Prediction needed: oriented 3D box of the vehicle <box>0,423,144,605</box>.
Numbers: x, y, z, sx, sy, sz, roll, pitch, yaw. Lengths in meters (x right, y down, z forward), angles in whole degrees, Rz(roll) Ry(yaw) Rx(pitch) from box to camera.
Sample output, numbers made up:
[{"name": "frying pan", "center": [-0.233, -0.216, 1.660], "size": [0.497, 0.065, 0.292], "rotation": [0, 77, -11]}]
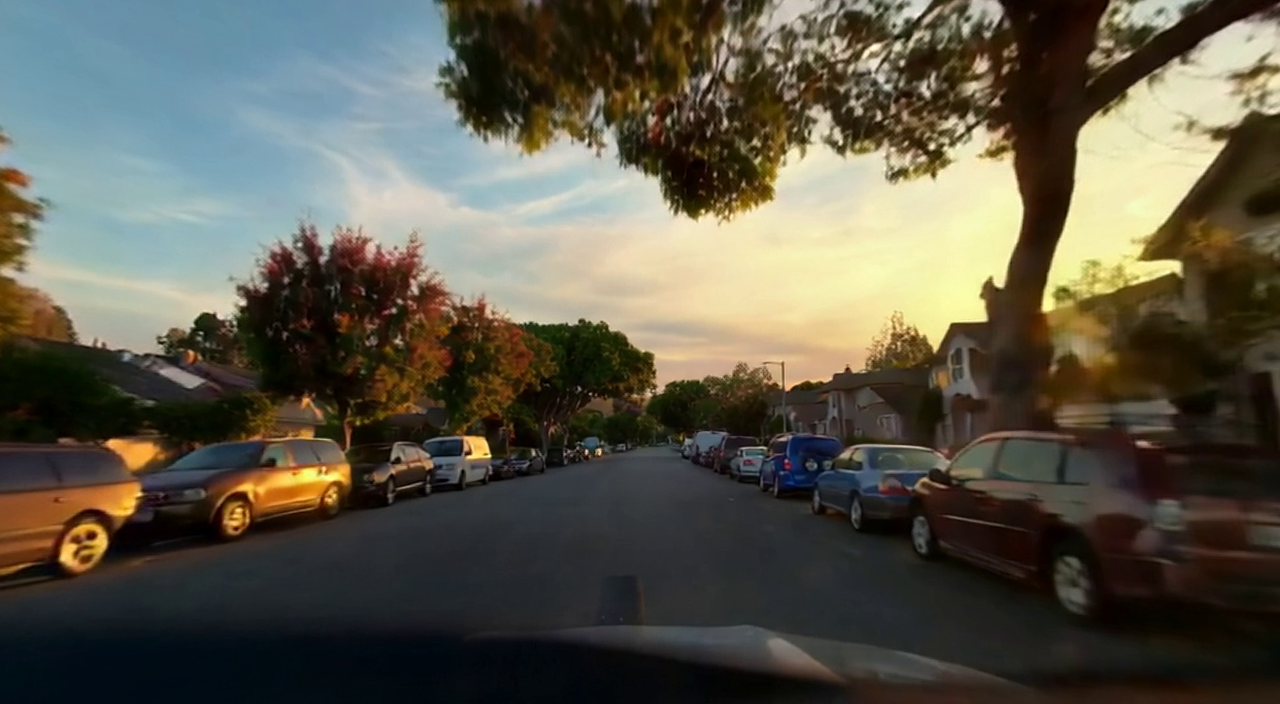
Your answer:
[{"name": "vehicle", "center": [-7.100, 1.504, 5.431], "size": [1.898, 1.715, 4.537], "rotation": [-3, -8, 2]}]

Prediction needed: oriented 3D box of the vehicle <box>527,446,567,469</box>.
[{"name": "vehicle", "center": [-6.338, 7.195, 43.439], "size": [1.869, 1.467, 4.921], "rotation": [-1, -9, 1]}]

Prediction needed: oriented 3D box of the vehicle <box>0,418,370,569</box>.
[{"name": "vehicle", "center": [-7.118, 2.286, 11.007], "size": [1.965, 1.797, 6.086], "rotation": [-3, -10, 2]}]

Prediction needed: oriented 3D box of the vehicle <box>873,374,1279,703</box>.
[{"name": "vehicle", "center": [4.003, 1.333, 5.595], "size": [1.903, 1.714, 5.092], "rotation": [0, -9, 0]}]
